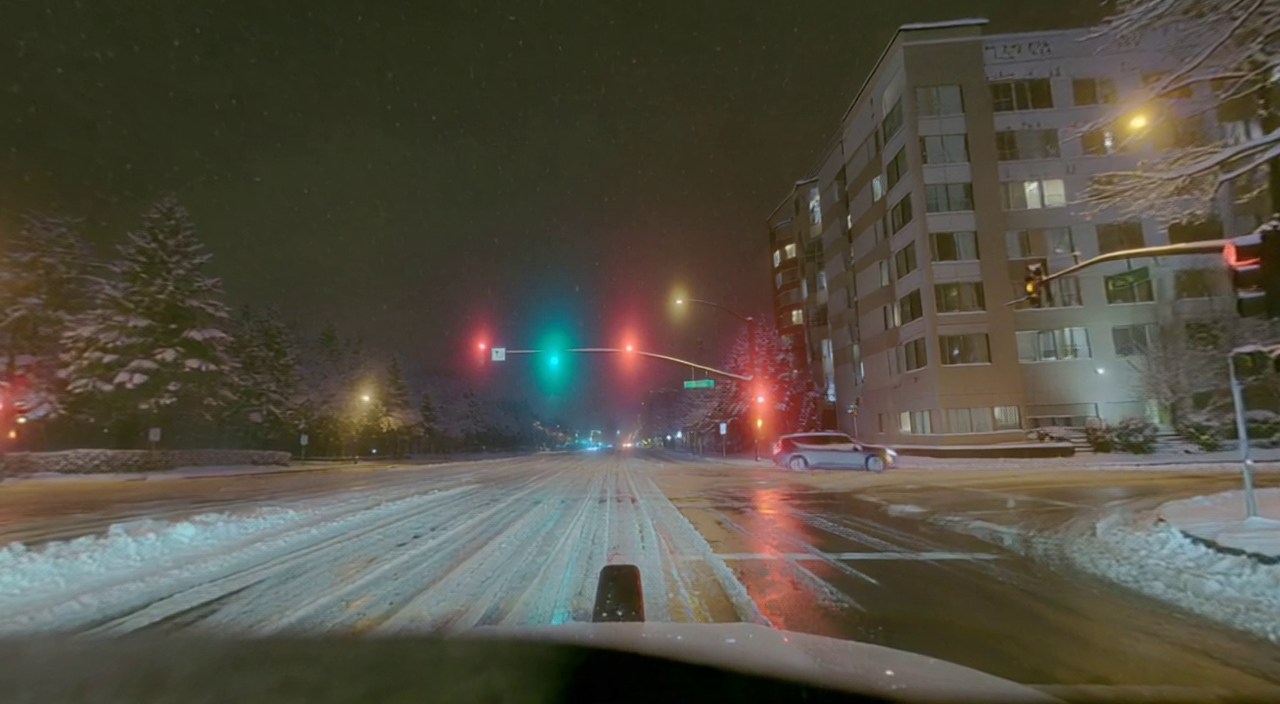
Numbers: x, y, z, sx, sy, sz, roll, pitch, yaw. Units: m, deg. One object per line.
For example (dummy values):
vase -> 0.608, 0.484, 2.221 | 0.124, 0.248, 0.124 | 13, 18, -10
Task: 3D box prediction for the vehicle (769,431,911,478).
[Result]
vehicle -> 8.222, 4.290, 26.511 | 5.357, 1.814, 2.141 | -2, -8, 10
